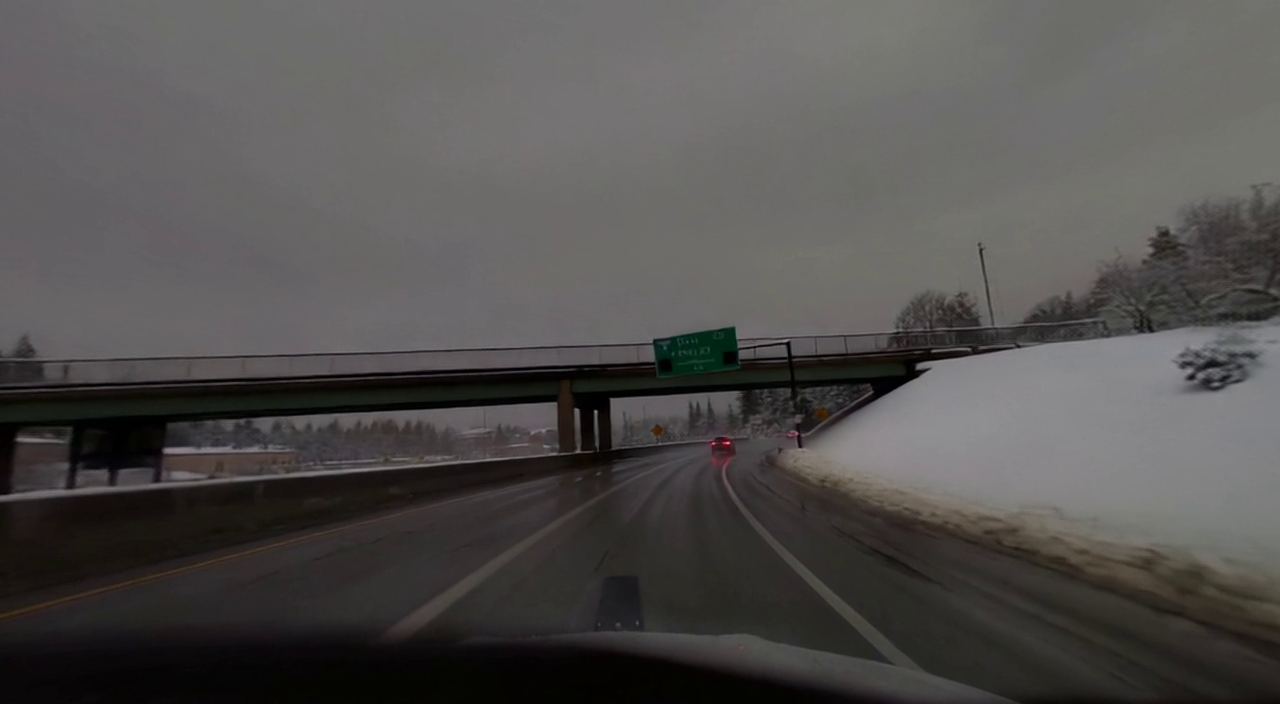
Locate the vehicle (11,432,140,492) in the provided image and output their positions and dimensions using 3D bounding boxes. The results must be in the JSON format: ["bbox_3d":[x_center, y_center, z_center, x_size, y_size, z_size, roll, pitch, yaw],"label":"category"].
[{"bbox_3d":[-31.744,6.187,35.745,3.208,3.081,4.948,2,-9,-13],"label":"vehicle"}]
